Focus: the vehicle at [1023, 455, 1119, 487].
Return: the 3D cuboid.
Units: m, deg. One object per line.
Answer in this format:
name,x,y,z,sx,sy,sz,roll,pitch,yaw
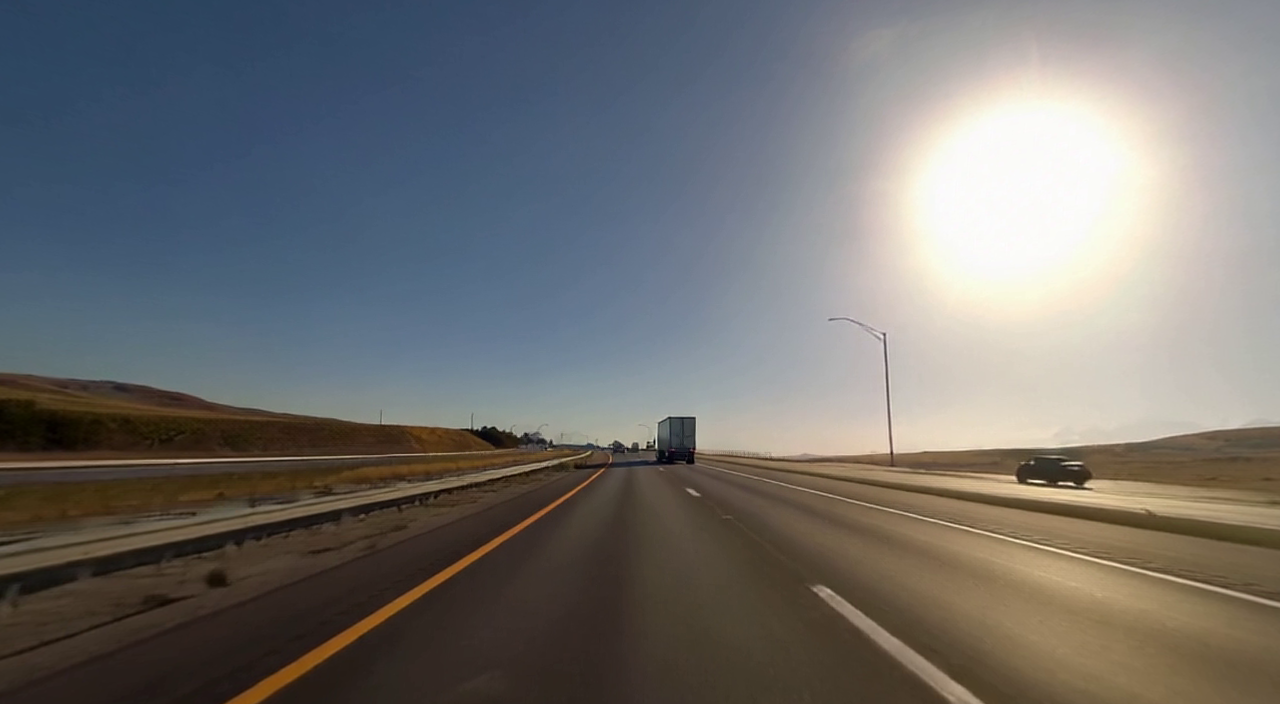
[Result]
vehicle,21.909,6.050,32.232,1.836,1.499,3.936,1,-9,-7
